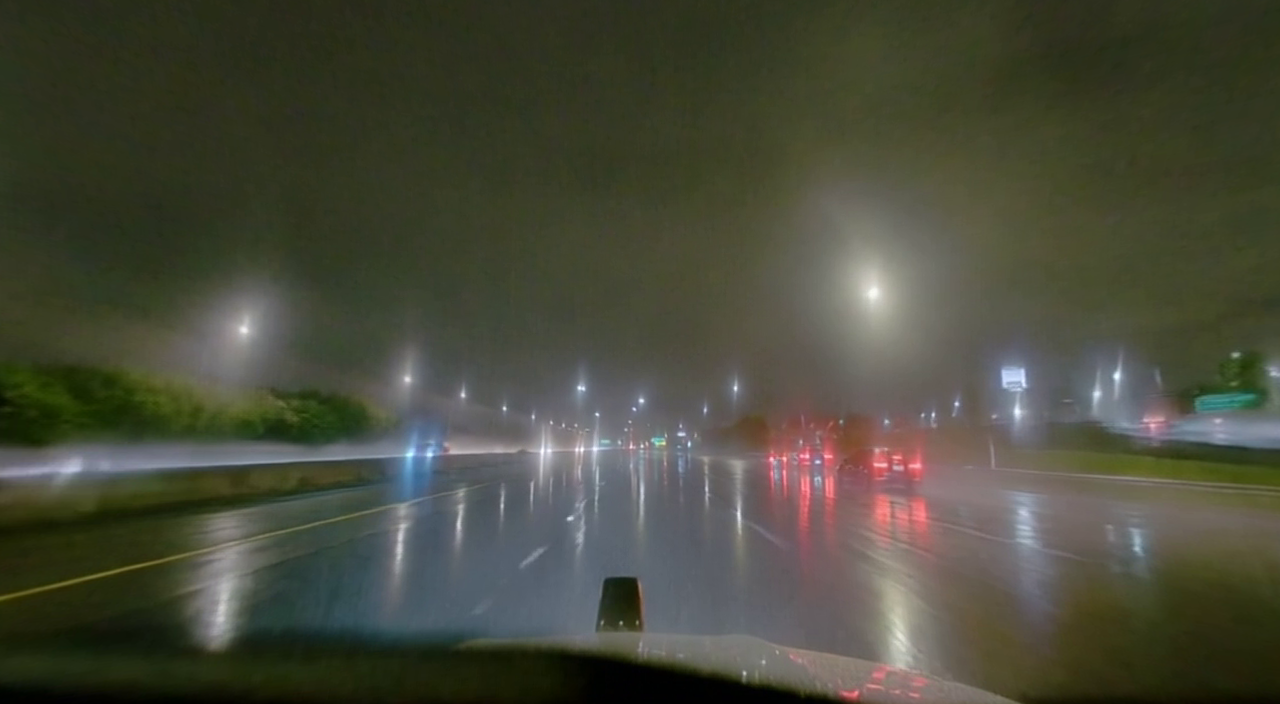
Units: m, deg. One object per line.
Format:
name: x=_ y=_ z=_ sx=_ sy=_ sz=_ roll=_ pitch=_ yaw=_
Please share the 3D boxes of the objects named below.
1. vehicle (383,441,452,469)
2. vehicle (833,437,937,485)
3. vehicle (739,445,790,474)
vehicle: x=-16.998 y=7.901 z=48.590 sx=2.851 sy=1.978 sz=6.334 roll=0 pitch=-9 yaw=2
vehicle: x=10.869 y=4.877 z=28.515 sx=2.387 sy=1.936 sz=5.646 roll=0 pitch=-9 yaw=0
vehicle: x=7.159 y=6.237 z=36.637 sx=2.053 sy=1.553 sz=4.463 roll=0 pitch=-9 yaw=-1
